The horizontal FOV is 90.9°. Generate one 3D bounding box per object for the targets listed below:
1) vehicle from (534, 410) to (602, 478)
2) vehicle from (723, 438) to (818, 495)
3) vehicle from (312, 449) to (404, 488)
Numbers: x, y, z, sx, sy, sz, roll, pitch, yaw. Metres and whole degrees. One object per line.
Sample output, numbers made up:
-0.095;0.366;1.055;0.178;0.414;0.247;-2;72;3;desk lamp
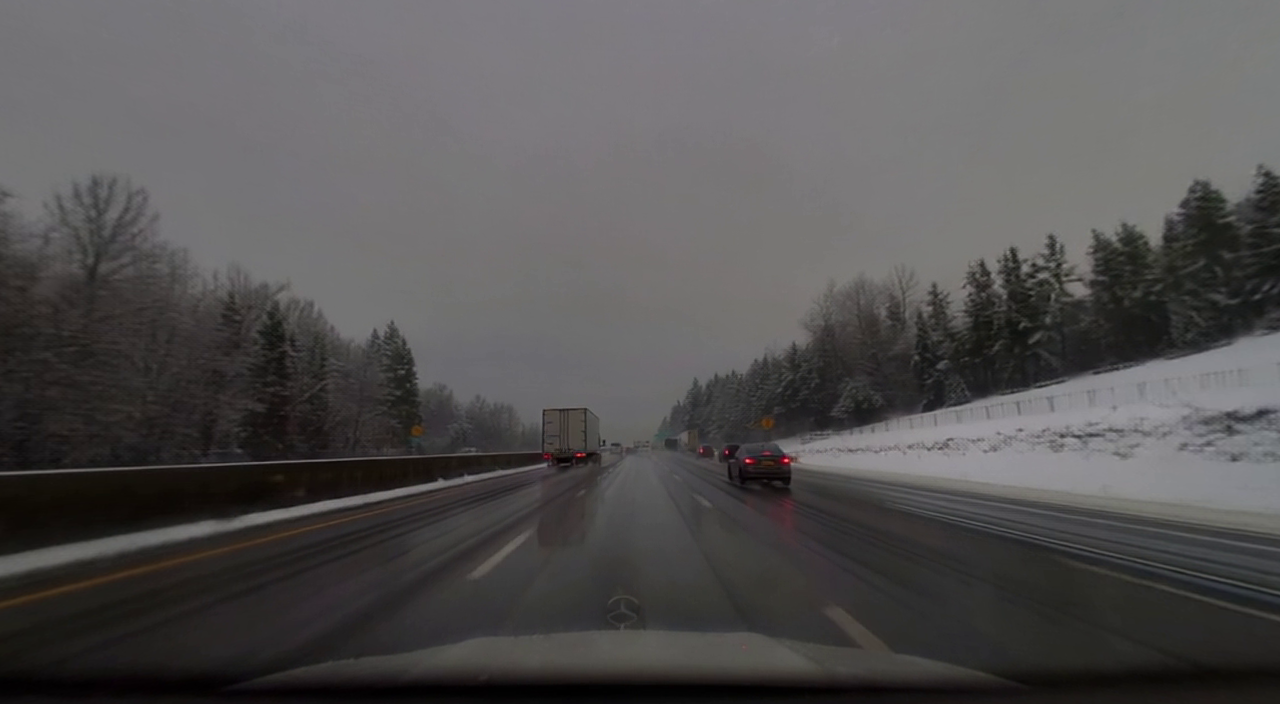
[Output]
-3.612;4.853;33.218;2.667;3.195;6.731;0;-9;1;vehicle
3.869;3.460;19.377;1.983;1.545;4.038;0;-9;-1;vehicle
-11.700;4.846;26.475;1.880;1.503;4.227;0;-9;1;vehicle
